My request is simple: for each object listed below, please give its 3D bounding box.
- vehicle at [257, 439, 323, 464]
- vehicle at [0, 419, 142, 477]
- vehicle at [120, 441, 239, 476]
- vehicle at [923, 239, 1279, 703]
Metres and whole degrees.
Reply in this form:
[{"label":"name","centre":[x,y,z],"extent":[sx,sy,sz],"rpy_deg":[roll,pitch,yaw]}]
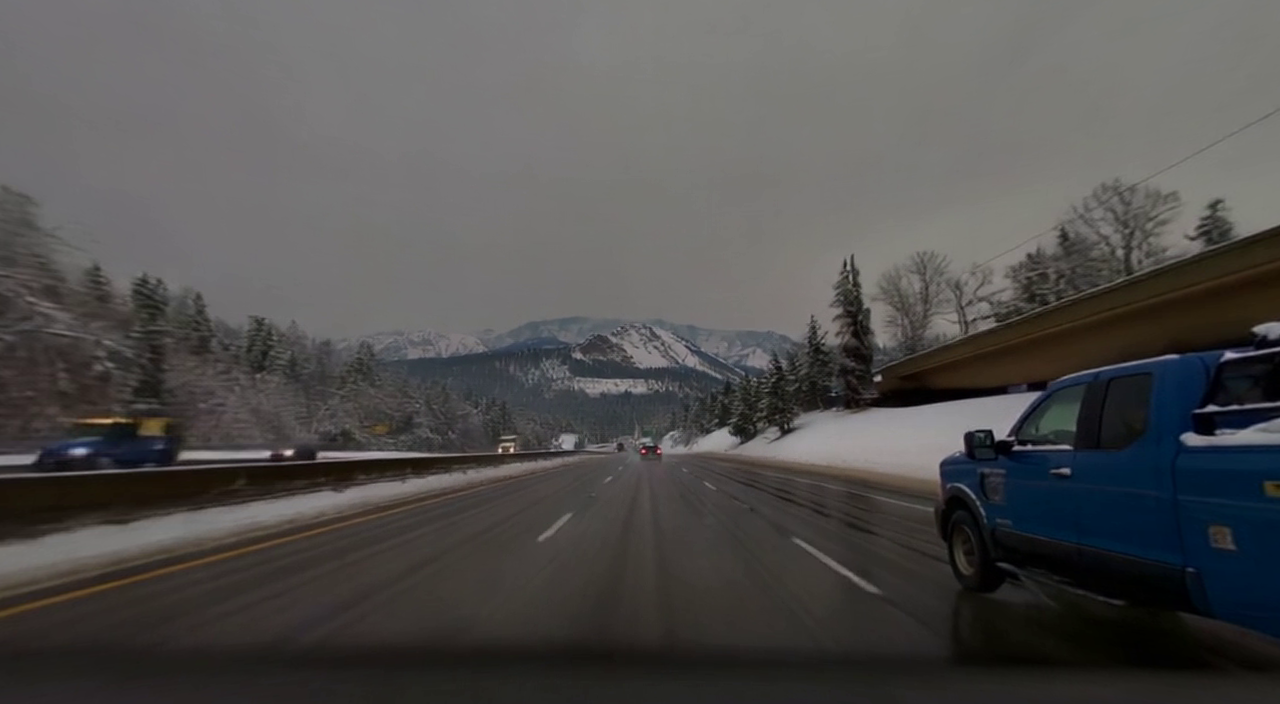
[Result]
[{"label":"vehicle","centre":[-25.155,7.178,45.303],"extent":[1.995,1.687,4.555],"rpy_deg":[0,-9,1]},{"label":"vehicle","centre":[-25.412,4.212,27.629],"extent":[2.331,2.254,5.541],"rpy_deg":[0,-9,1]},{"label":"vehicle","centre":[-21.161,4.893,29.143],"extent":[1.904,1.488,4.675],"rpy_deg":[0,-9,1]},{"label":"vehicle","centre":[3.901,0.648,2.475],"extent":[2.538,2.228,6.370],"rpy_deg":[0,-9,0]}]
